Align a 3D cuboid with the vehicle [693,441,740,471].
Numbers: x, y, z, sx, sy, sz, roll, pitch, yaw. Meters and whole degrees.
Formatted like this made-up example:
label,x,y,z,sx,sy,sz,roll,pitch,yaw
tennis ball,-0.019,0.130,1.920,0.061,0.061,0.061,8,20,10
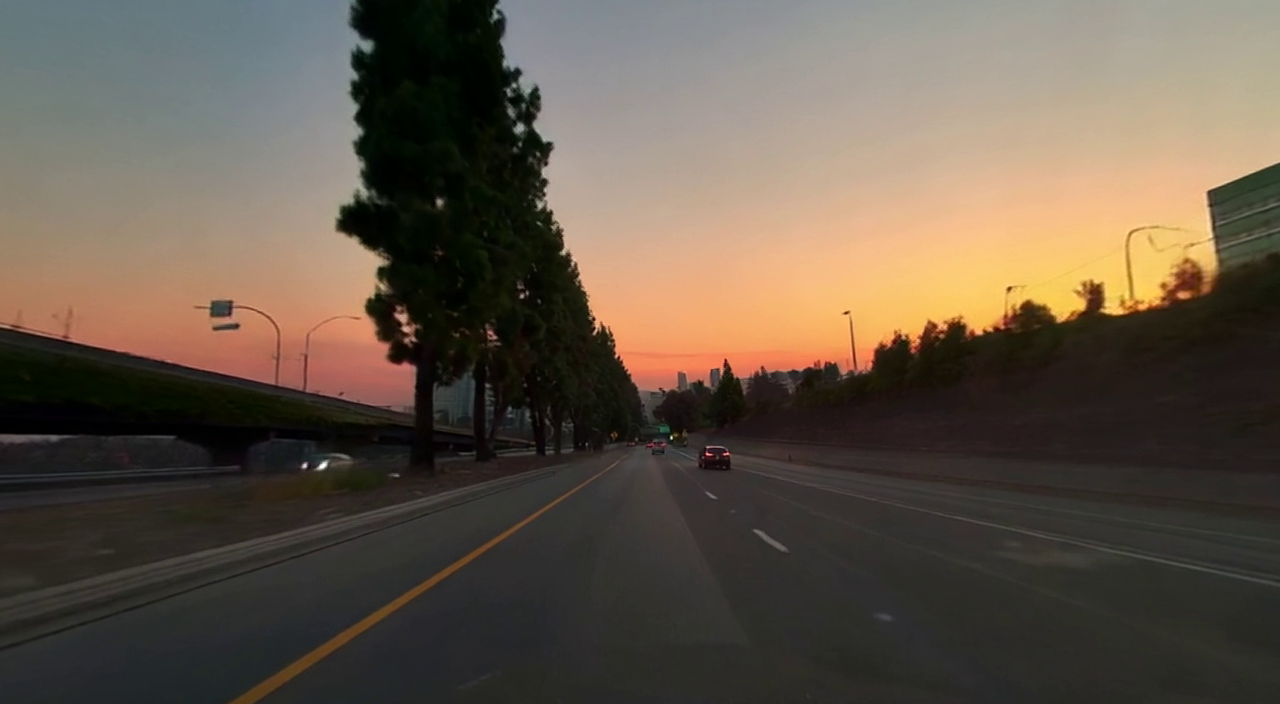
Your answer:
label,x,y,z,sx,sy,sz,roll,pitch,yaw
vehicle,4.245,5.843,35.614,2.042,1.518,4.477,0,-8,-1
